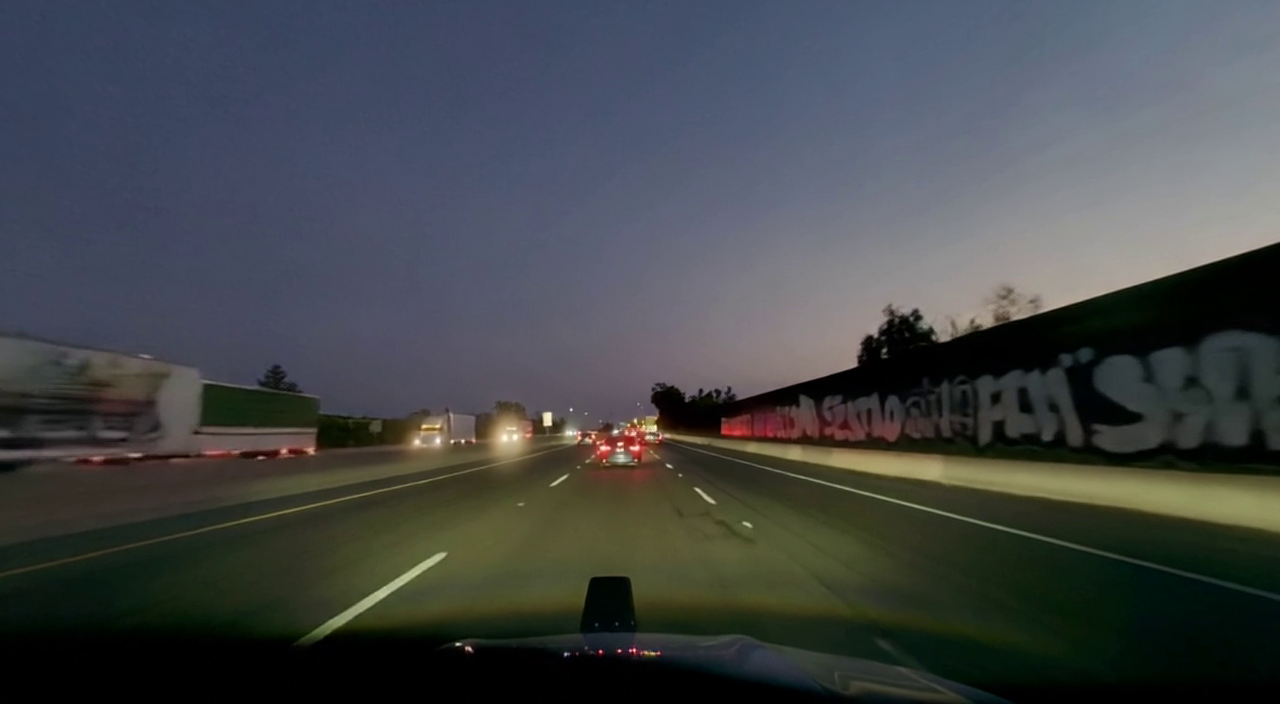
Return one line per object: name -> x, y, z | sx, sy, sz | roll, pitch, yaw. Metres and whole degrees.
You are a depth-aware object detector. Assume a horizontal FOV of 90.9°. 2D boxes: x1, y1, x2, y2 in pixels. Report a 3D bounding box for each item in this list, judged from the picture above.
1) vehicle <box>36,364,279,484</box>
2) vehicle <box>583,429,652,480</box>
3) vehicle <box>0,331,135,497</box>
vehicle -> -17.149, 2.728, 23.400 | 2.826, 3.693, 7.744 | 0, -8, -1
vehicle -> -0.688, 3.273, 20.498 | 2.044, 1.477, 3.693 | 0, -8, -1
vehicle -> -16.904, 1.269, 13.523 | 2.968, 3.967, 11.156 | 0, -8, -1
